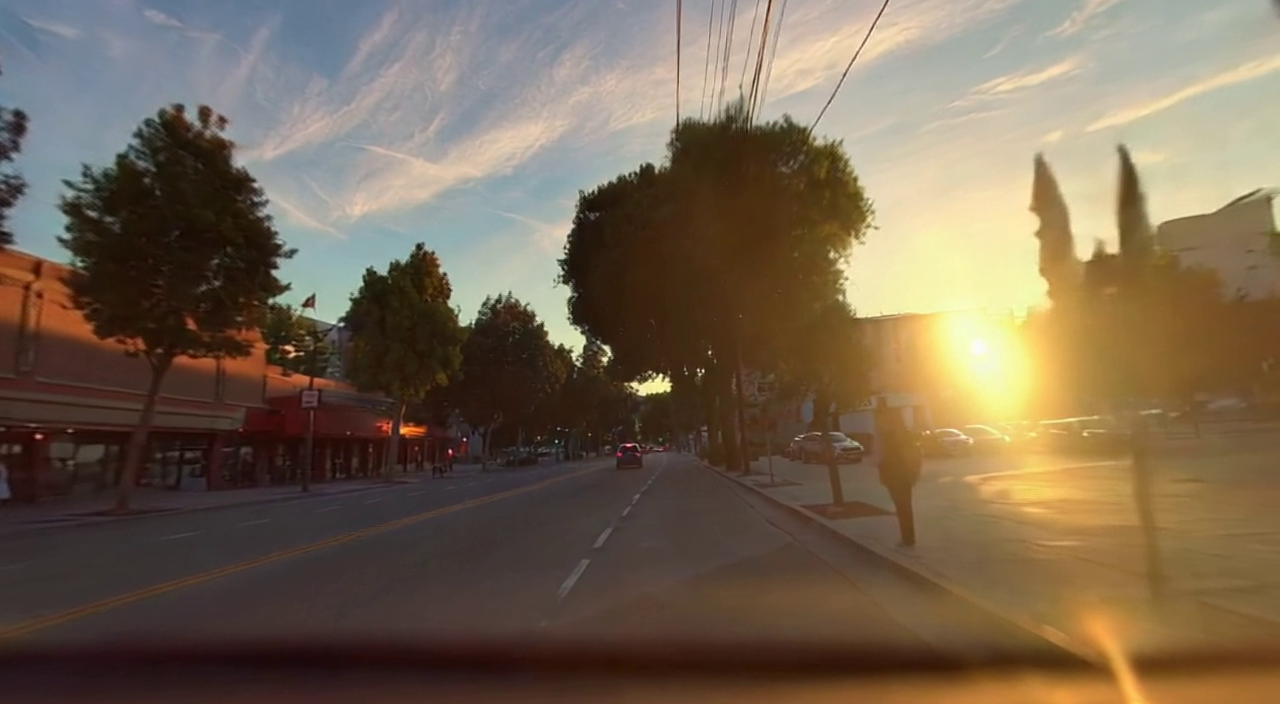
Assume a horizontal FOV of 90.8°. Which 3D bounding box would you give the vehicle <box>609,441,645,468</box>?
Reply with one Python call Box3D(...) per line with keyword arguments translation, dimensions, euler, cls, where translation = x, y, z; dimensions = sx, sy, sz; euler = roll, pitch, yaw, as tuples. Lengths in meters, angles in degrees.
Box3D(translation=(-0.837, 7.044, 43.614), dimensions=(2.101, 1.721, 4.364), euler=(0, -8, 4), cls="vehicle")
